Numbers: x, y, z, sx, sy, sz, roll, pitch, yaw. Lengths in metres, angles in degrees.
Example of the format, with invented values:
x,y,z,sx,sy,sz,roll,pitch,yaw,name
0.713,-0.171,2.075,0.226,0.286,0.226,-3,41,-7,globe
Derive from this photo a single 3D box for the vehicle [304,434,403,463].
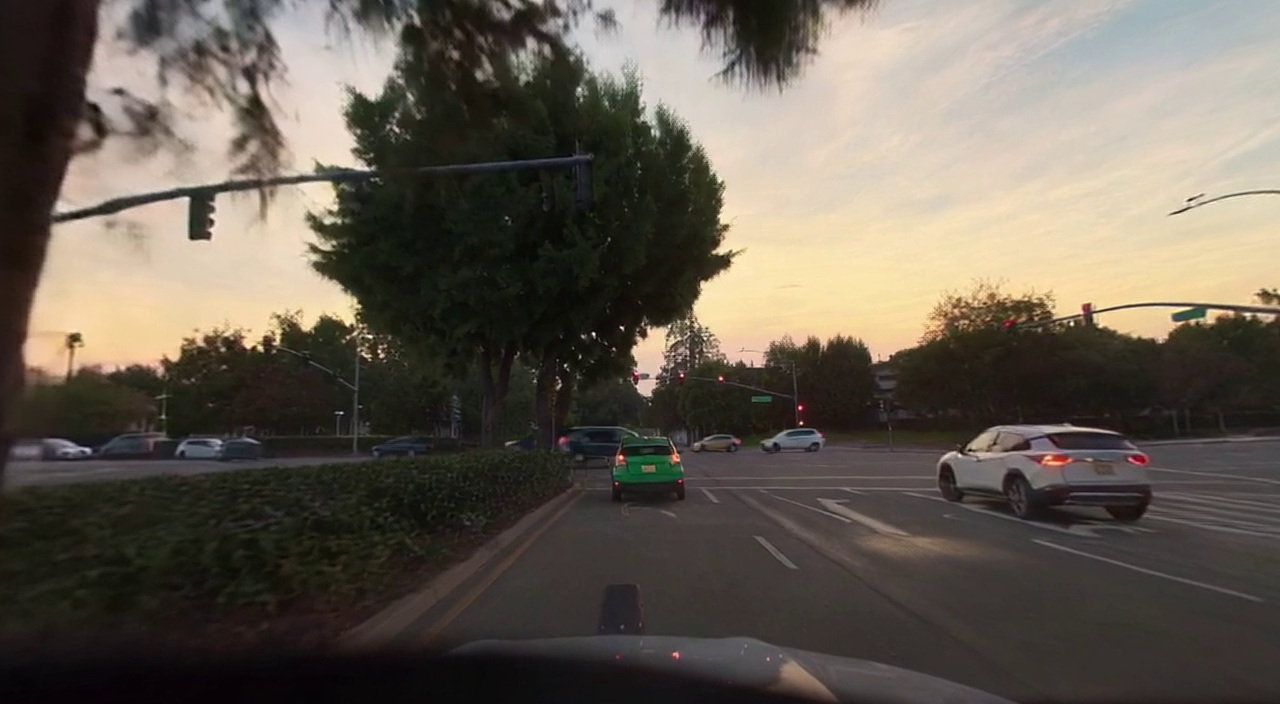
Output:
x,y,z,sx,sy,sz,roll,pitch,yaw,name
-15.221,5.140,33.603,4.399,1.445,1.769,-1,-8,2,vehicle

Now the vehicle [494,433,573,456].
x,y,z,sx,sy,sz,roll,pitch,yaw,name
-7.036,6.152,42.049,4.944,1.488,1.807,0,-8,0,vehicle

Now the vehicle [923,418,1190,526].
x,y,z,sx,sy,sz,roll,pitch,yaw,name
7.175,2.103,11.575,1.901,1.577,4.348,0,-8,0,vehicle

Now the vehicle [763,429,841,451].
x,y,z,sx,sy,sz,roll,pitch,yaw,name
10.723,5.874,42.045,4.667,1.450,1.818,0,-8,0,vehicle

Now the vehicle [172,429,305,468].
x,y,z,sx,sy,sz,roll,pitch,yaw,name
-19.022,4.602,30.031,4.921,1.757,2.036,-1,-8,2,vehicle

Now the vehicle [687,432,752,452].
x,y,z,sx,sy,sz,roll,pitch,yaw,name
5.821,6.620,46.305,4.507,1.440,1.736,0,-8,-1,vehicle

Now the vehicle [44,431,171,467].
x,y,z,sx,sy,sz,roll,pitch,yaw,name
-28.153,5.139,33.466,4.833,1.784,2.027,0,-8,0,vehicle

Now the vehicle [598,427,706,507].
x,y,z,sx,sy,sz,roll,pitch,yaw,name
0.191,2.455,13.883,2.041,1.485,3.813,0,-8,-1,vehicle
